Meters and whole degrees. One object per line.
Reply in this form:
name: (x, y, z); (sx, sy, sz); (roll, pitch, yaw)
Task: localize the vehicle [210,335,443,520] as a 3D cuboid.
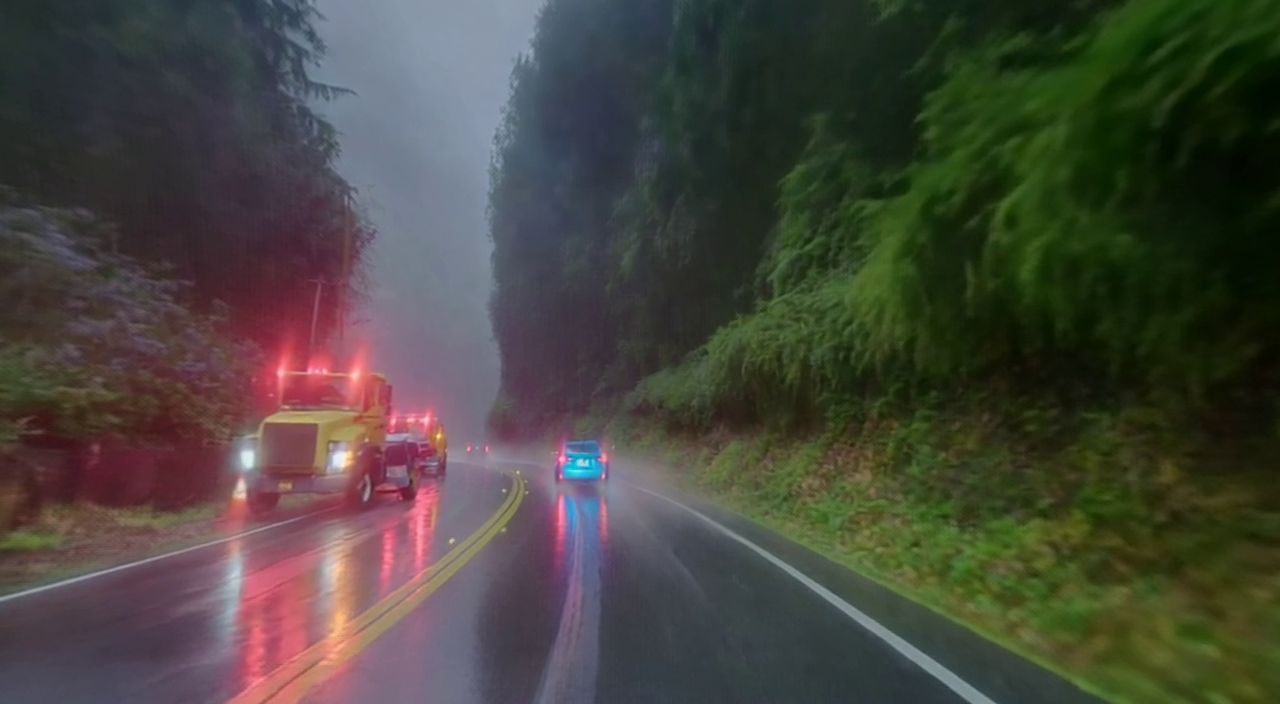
vehicle: (-6.150, 1.643, 13.362); (2.364, 3.191, 4.942); (0, -9, -2)

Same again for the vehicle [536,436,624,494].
vehicle: (-1.899, 3.294, 18.705); (2.259, 1.503, 4.075); (2, -9, -10)
